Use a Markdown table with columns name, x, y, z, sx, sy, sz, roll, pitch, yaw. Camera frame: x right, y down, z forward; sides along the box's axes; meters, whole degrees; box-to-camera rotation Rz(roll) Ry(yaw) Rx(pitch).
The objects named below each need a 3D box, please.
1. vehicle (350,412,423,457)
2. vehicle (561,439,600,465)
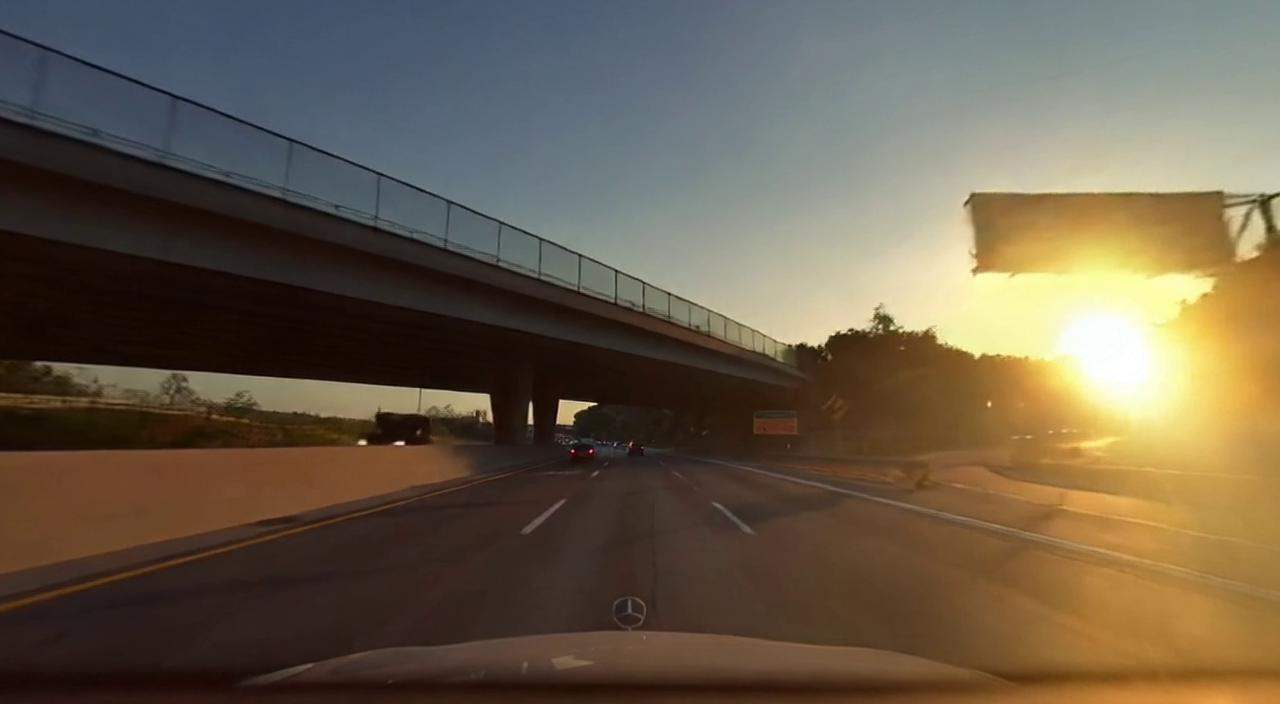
| name | x | y | z | sx | sy | sz | roll | pitch | yaw |
| --- | --- | --- | --- | --- | --- | --- | --- | --- | --- |
| vehicle | -16.811 | 5.582 | 42.180 | 2.381 | 2.780 | 6.049 | 0 | -8 | 0 |
| vehicle | -3.897 | 6.671 | 42.263 | 2.160 | 1.608 | 5.012 | 0 | -8 | 0 |
